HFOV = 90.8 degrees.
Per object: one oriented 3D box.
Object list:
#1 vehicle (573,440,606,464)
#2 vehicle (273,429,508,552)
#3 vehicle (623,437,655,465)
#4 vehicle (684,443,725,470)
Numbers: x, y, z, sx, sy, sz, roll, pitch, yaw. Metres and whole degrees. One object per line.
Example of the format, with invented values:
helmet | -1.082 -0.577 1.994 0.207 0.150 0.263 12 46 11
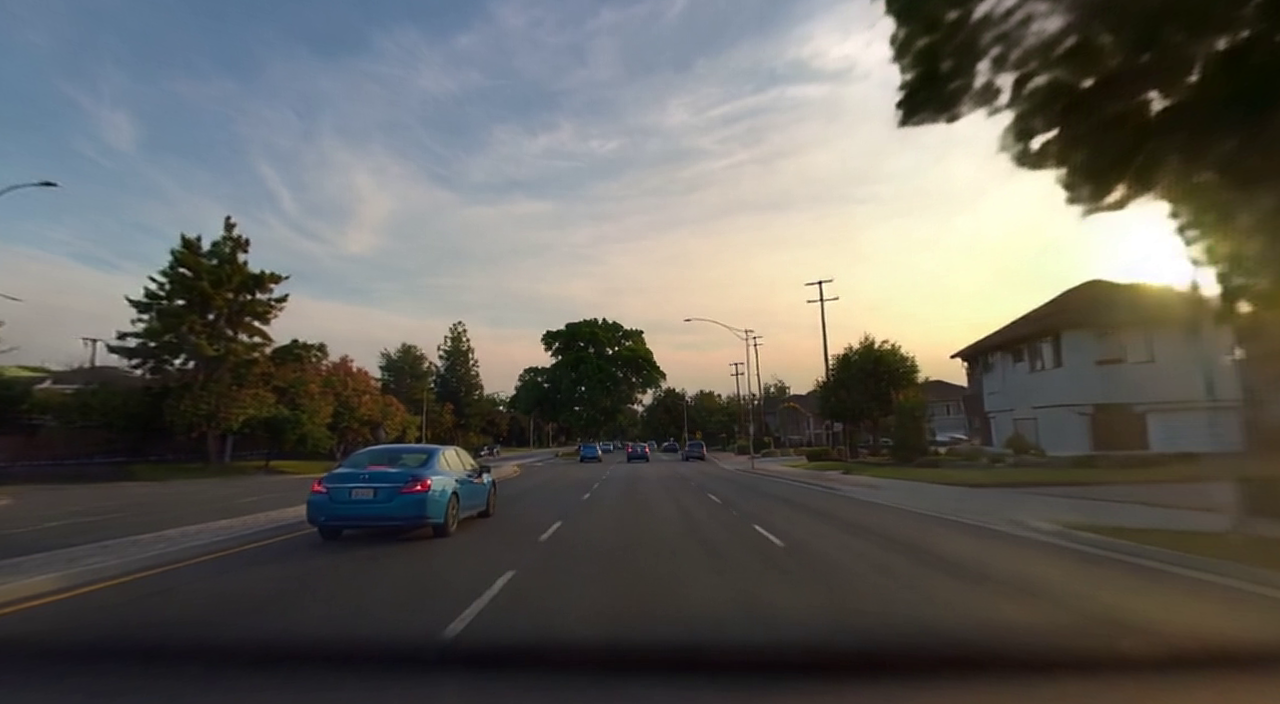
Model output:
vehicle | -3.490 6.921 44.012 2.000 1.569 3.794 0 -8 -1
vehicle | -3.461 1.984 9.868 1.844 1.451 4.543 0 -8 0
vehicle | -0.087 6.663 42.763 2.043 1.734 4.253 1 -8 -2
vehicle | 3.691 6.034 36.815 1.830 1.451 4.009 1 -8 -2
